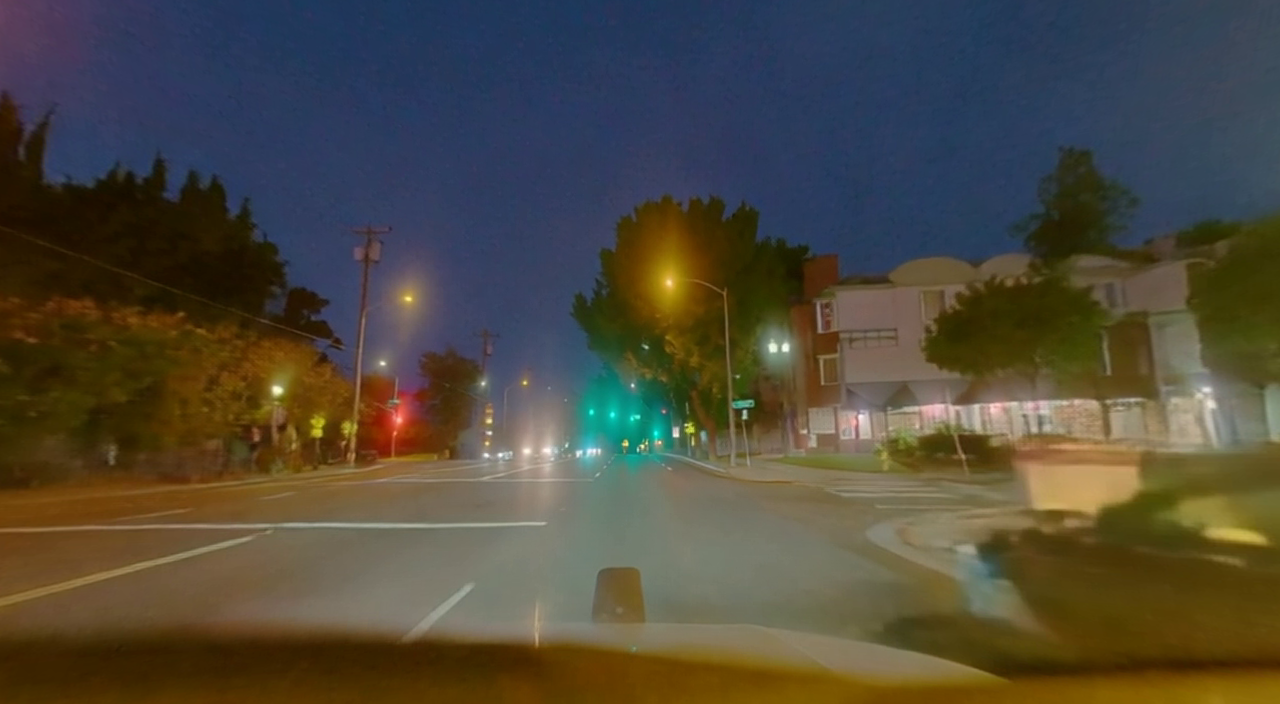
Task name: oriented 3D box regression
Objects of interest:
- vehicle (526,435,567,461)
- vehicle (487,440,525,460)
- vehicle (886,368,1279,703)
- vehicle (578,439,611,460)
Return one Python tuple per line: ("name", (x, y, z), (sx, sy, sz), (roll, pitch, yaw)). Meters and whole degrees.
("vehicle", (-6.977, 7.159, 47.421), (2.322, 1.819, 4.651), (0, -8, 0))
("vehicle", (-10.441, 7.659, 49.581), (2.012, 1.429, 4.462), (0, -8, 0))
("vehicle", (2.654, 0.795, 1.603), (2.034, 1.491, 4.618), (1, -8, -2))
("vehicle", (-3.328, 7.221, 46.941), (2.122, 1.469, 4.388), (0, -8, 0))
